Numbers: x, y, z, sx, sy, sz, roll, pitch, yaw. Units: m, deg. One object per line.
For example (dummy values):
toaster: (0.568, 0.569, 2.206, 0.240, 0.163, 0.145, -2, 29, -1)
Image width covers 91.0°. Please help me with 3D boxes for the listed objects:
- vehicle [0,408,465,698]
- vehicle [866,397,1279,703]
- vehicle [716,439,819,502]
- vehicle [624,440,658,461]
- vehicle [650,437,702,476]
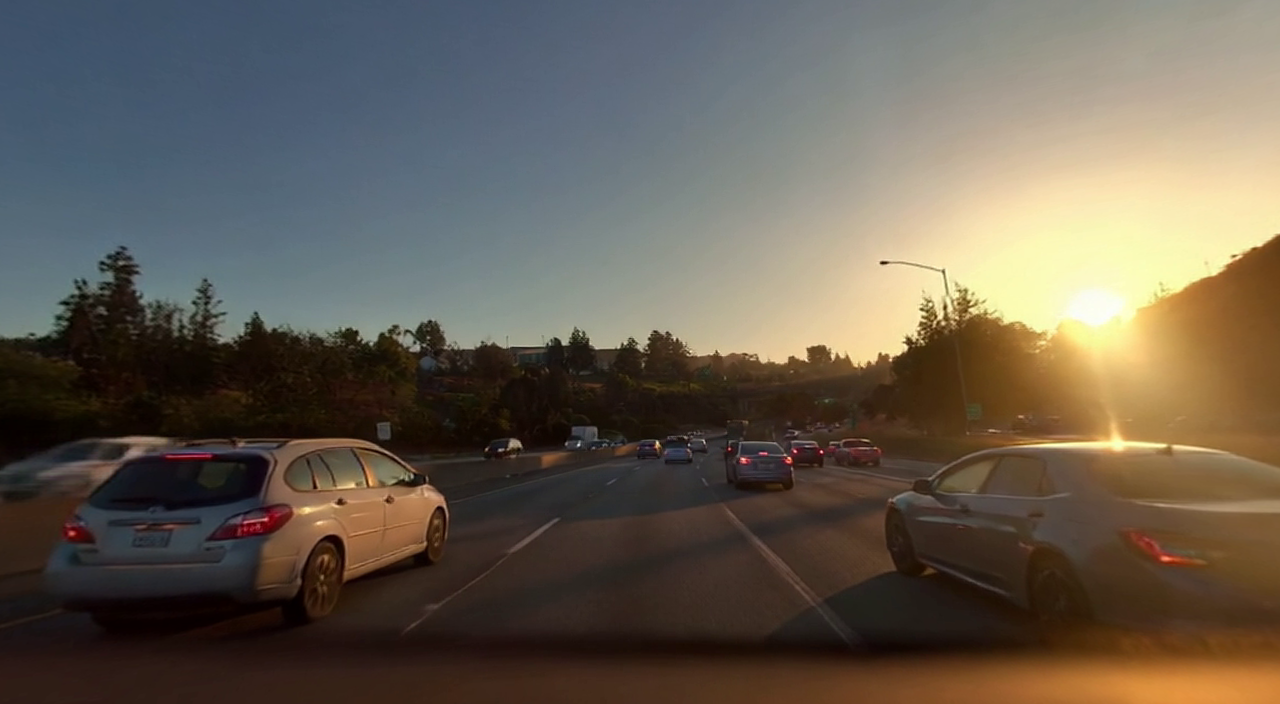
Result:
vehicle: (-3.250, 1.438, 5.731, 1.937, 1.558, 4.469, 0, -9, 1)
vehicle: (3.424, 1.236, 4.391, 2.014, 1.489, 4.696, 0, -9, 1)
vehicle: (3.346, 3.215, 17.505, 2.009, 1.489, 4.559, 0, -9, 1)
vehicle: (0.123, 7.436, 47.502, 2.059, 1.516, 4.236, -1, -9, 7)
vehicle: (1.643, 4.718, 28.492, 2.201, 1.614, 3.803, -1, -9, 4)
